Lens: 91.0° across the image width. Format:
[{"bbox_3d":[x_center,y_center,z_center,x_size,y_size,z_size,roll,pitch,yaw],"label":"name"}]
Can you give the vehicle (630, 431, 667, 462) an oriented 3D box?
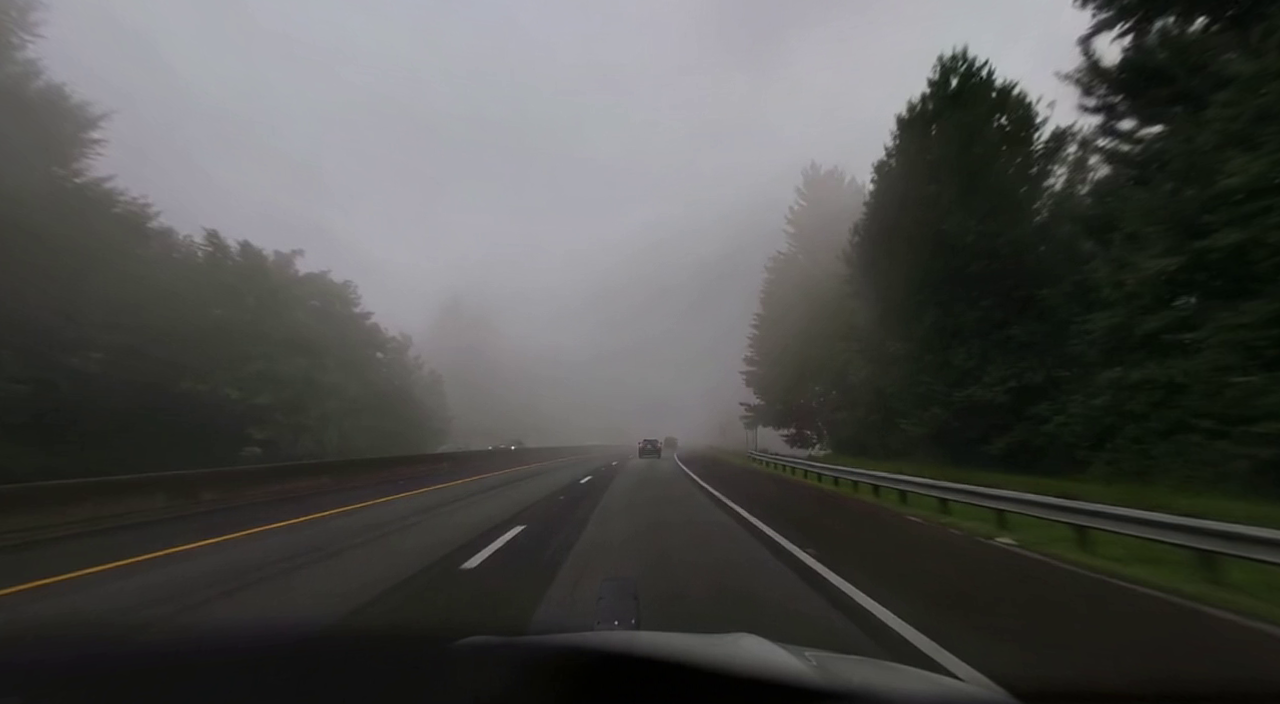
[{"bbox_3d":[0.550,5.908,39.441,2.188,1.825,4.282,-1,-8,2],"label":"vehicle"}]
